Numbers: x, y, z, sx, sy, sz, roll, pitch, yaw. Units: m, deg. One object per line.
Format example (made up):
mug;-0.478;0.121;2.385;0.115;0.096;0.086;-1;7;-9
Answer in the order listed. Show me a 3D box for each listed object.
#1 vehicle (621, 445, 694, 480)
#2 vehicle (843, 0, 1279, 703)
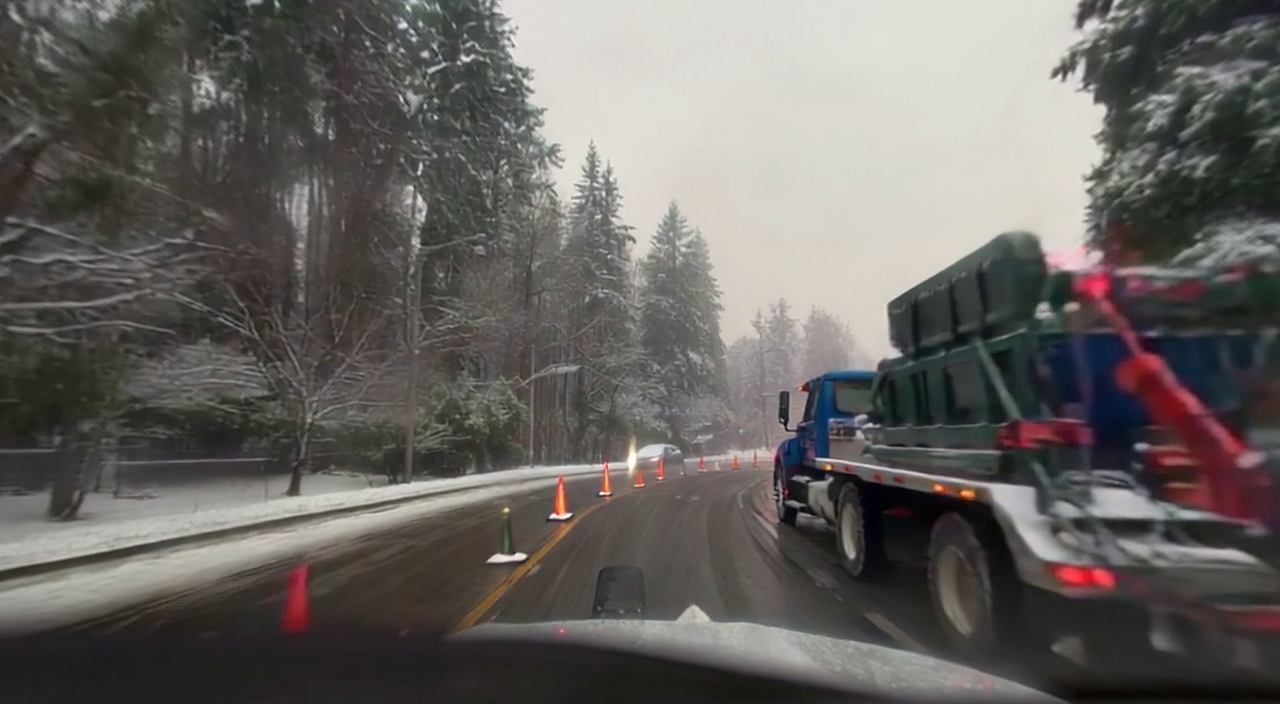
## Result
vehicle;0.934;5.222;30.179;1.945;1.494;4.201;-4;-10;25
vehicle;3.565;0.462;4.217;2.874;2.542;4.840;0;-9;2
